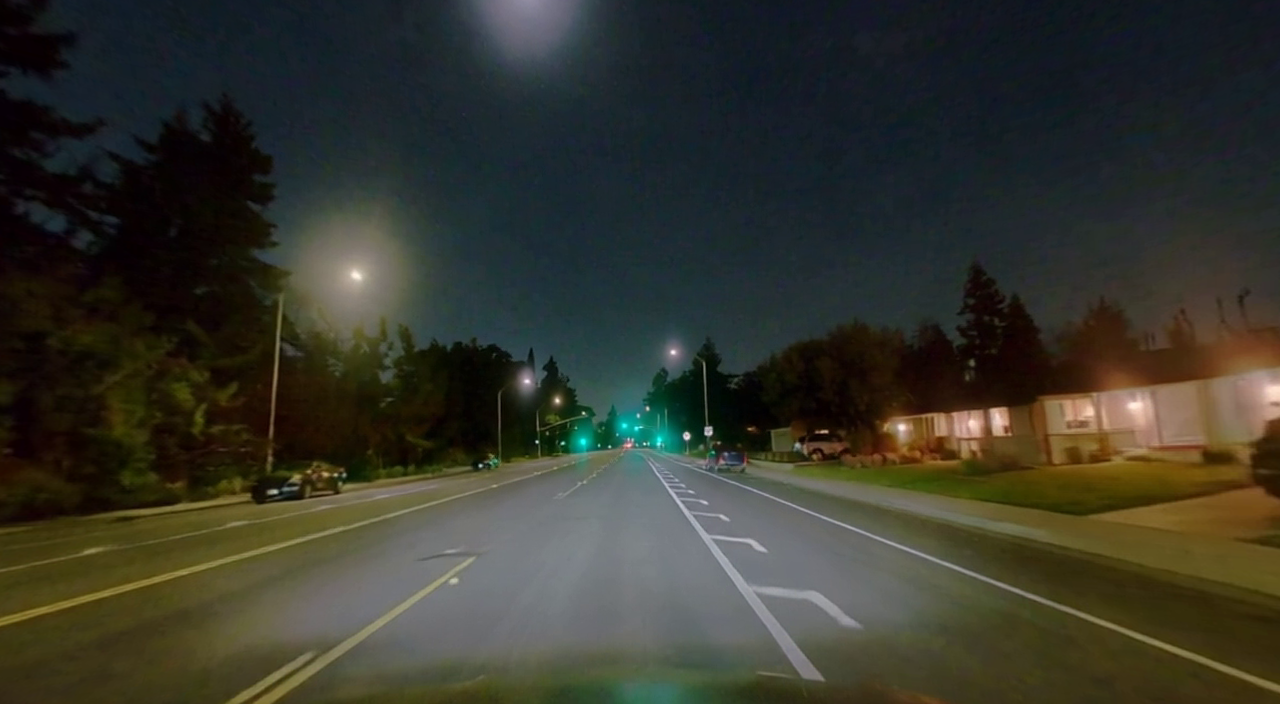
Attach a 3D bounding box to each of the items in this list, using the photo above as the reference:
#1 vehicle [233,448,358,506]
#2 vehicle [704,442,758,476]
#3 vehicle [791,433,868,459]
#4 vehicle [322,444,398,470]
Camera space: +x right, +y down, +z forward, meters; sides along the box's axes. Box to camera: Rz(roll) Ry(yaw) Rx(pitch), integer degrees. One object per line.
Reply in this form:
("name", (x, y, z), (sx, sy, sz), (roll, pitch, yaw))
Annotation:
("vehicle", (-12.438, 4.475, 23.230), (2.034, 1.646, 4.808), (-4, -7, -2))
("vehicle", (4.406, 5.294, 31.319), (2.000, 1.520, 4.943), (0, -10, 0))
("vehicle", (13.363, 6.683, 44.810), (4.852, 1.760, 1.999), (0, -9, 4))
("vehicle", (-20.761, 7.784, 46.909), (4.615, 1.636, 2.052), (2, -8, 4))
